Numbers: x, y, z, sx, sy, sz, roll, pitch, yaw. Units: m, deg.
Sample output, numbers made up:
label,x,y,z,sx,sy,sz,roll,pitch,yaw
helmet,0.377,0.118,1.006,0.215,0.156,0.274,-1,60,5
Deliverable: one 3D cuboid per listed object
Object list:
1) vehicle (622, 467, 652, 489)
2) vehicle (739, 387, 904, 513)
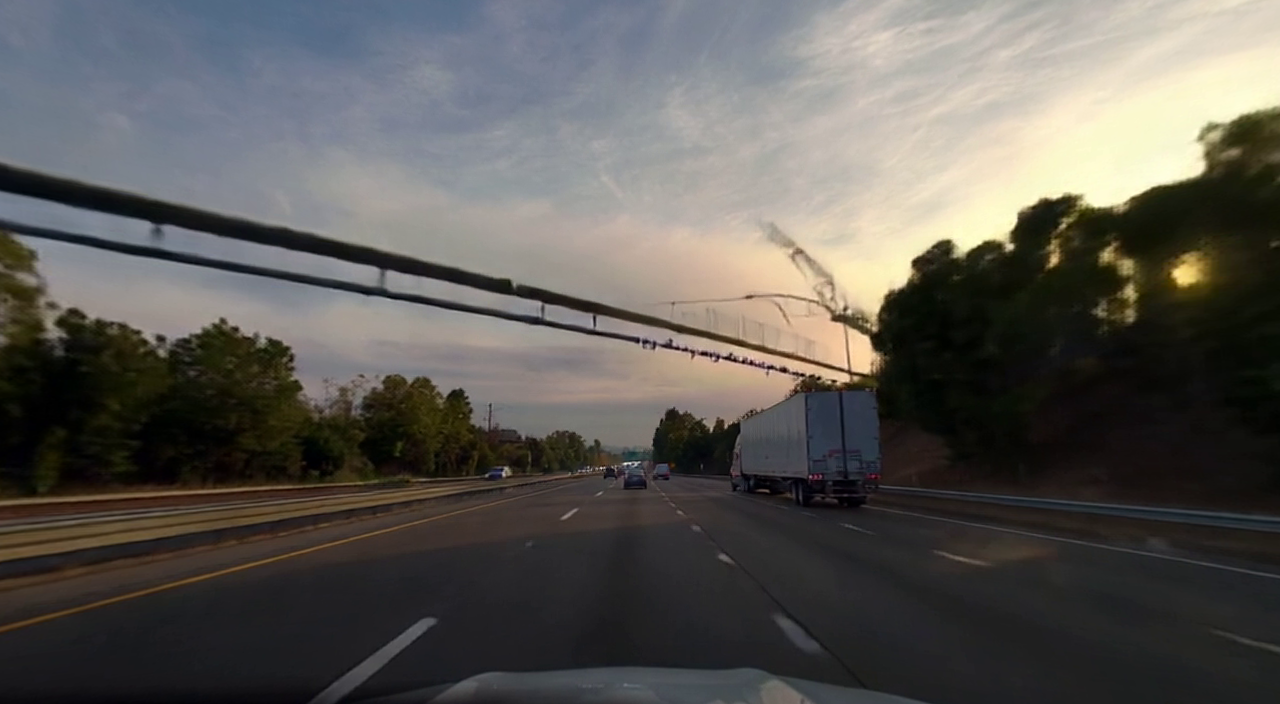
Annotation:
label,x,y,z,sx,sy,sz,roll,pitch,yaw
vehicle,-0.216,9.024,45.332,2.029,1.459,3.684,1,-10,-1
vehicle,7.006,4.459,27.526,2.926,4.073,13.836,1,-10,-1
